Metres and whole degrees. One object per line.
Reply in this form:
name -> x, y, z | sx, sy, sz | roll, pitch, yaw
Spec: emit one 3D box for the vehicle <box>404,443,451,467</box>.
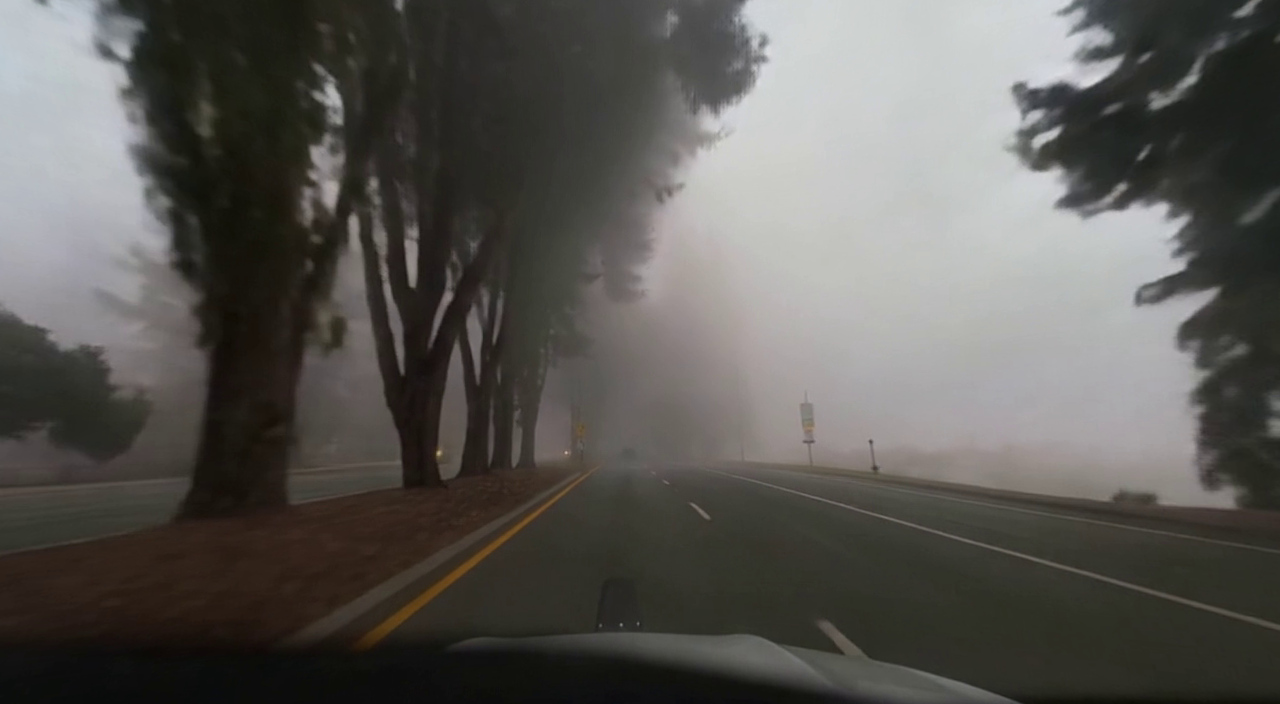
vehicle -> -16.380, 7.980, 48.968 | 2.022, 1.738, 4.668 | 0, -9, 0
